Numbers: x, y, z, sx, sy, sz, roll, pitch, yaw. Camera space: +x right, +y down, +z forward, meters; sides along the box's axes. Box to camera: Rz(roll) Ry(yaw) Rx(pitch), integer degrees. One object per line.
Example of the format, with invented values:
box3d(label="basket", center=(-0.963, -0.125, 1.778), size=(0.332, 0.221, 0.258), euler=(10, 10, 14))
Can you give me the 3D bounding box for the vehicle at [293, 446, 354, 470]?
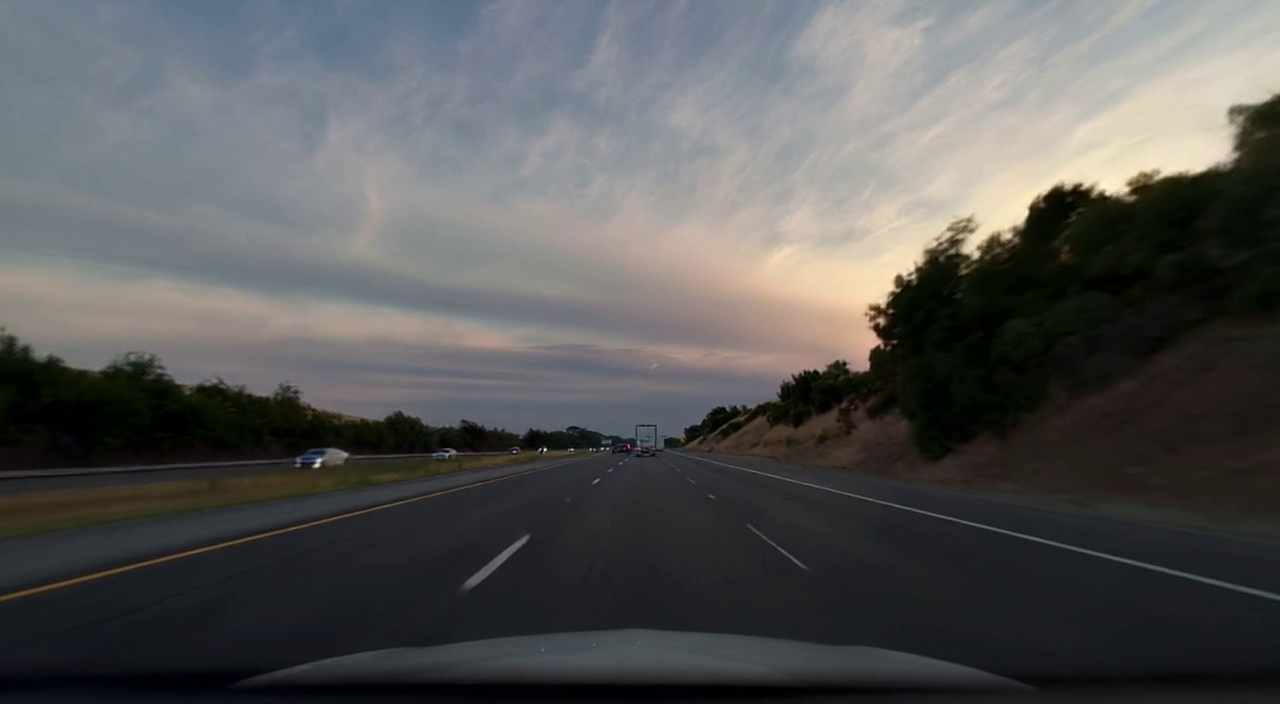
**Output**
box3d(label="vehicle", center=(-24.850, 8.297, 49.598), size=(2.126, 1.801, 4.922), euler=(0, -9, 1))
